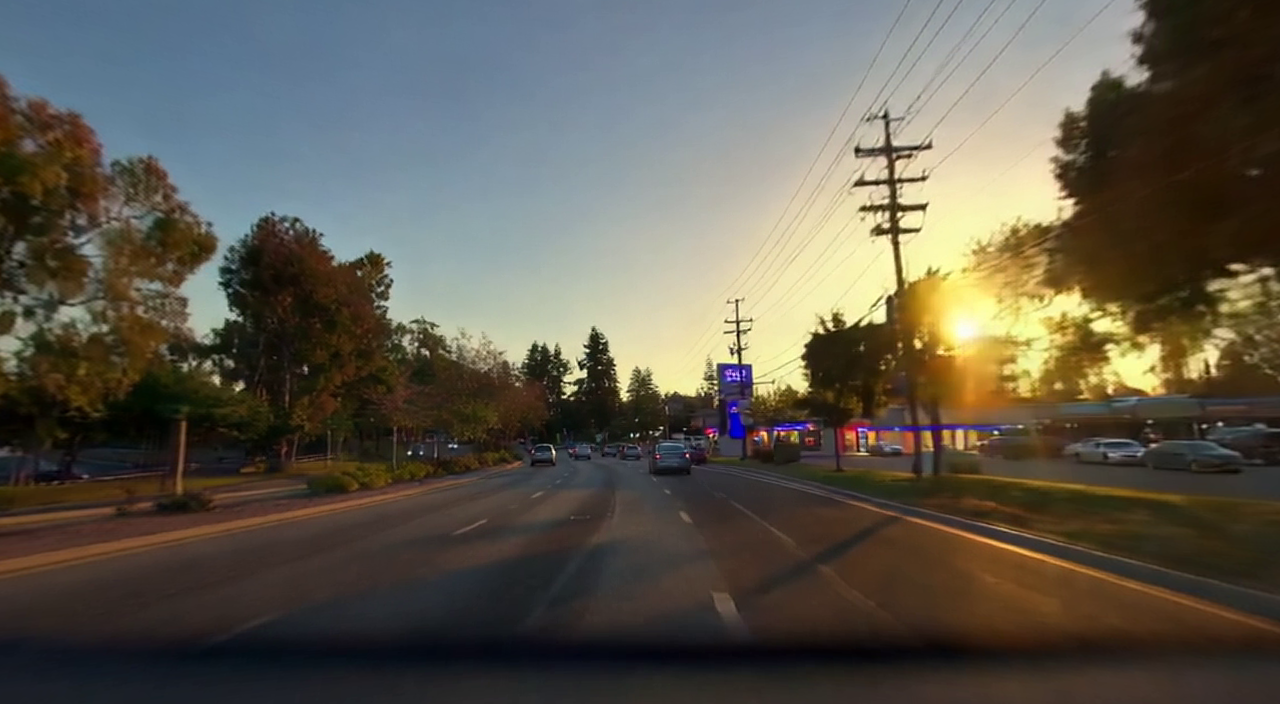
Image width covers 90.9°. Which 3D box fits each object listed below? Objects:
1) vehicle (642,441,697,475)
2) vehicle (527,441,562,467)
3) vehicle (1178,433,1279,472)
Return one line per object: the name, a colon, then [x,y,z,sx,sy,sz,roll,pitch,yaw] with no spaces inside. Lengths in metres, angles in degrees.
vehicle: [1.296,5.018,30.014,2.130,1.476,4.453,1,-8,-4]
vehicle: [-6.737,7.221,44.914,2.195,1.752,4.515,1,-9,-5]
vehicle: [29.638,4.959,31.081,4.106,1.638,1.997,-7,-12,18]
